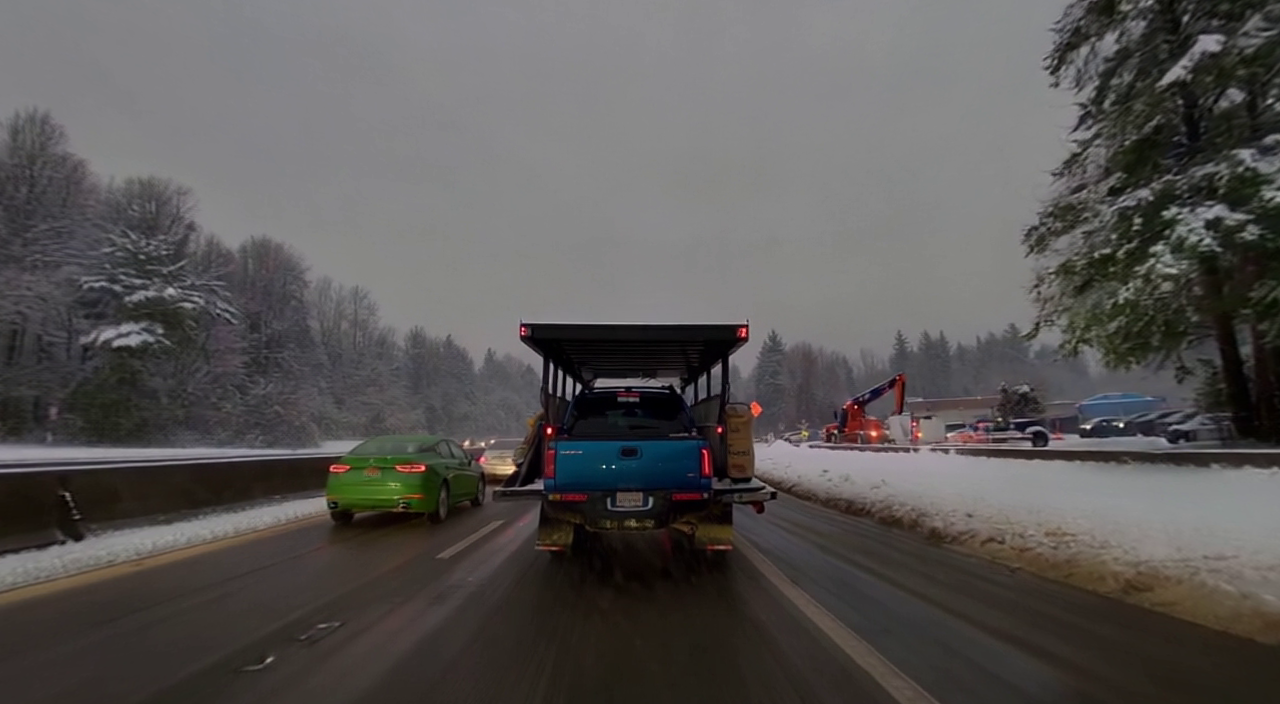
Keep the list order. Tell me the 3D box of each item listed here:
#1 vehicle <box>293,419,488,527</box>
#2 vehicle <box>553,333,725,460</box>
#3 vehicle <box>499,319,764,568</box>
[{"bbox_3d":[-4.438,2.226,12.177,2.057,1.665,4.572,0,-9,-3],"label":"vehicle"},{"bbox_3d":[-0.136,0.909,10.345,2.156,1.604,4.680,0,-9,-3],"label":"vehicle"},{"bbox_3d":[-0.300,1.708,11.863,2.735,2.597,10.435,0,-9,-2],"label":"vehicle"}]
